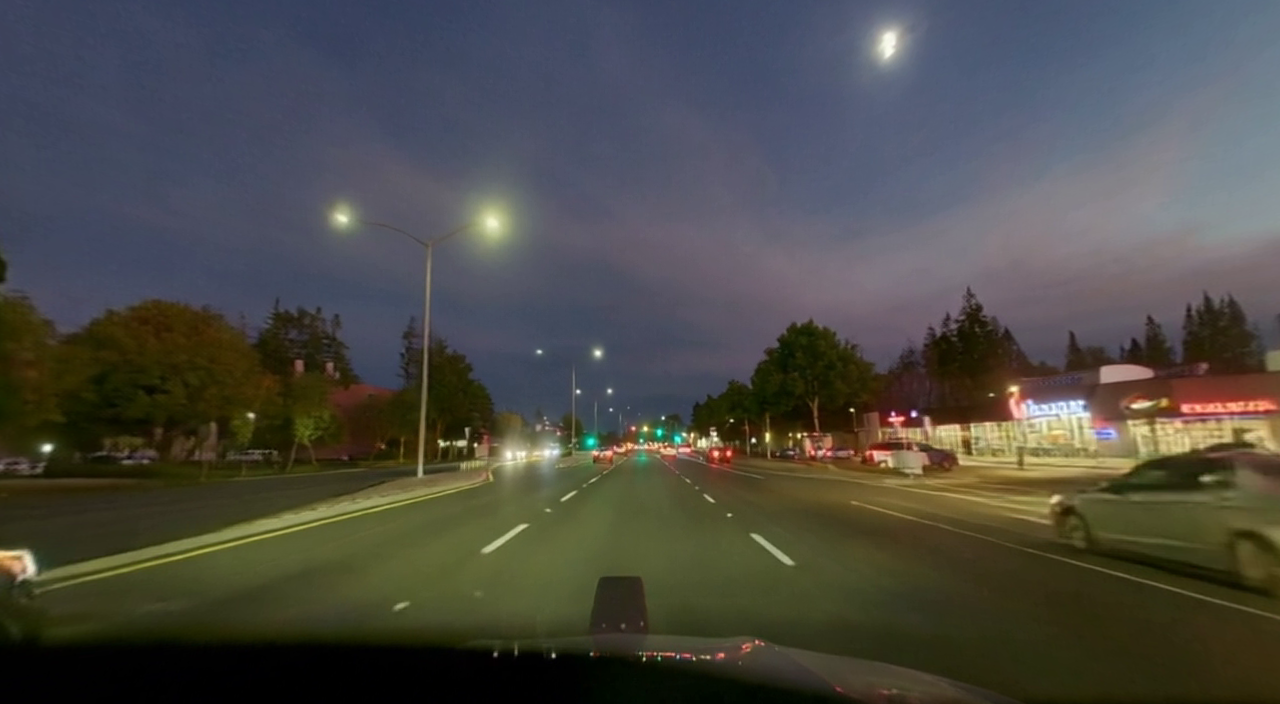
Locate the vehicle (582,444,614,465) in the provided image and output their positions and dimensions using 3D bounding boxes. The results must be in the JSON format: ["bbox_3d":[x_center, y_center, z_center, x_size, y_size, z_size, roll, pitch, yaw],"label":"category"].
[{"bbox_3d":[-3.034,7.541,46.549,2.005,1.446,4.265,0,-8,1],"label":"vehicle"}]

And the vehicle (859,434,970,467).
[{"bbox_3d":[16.129,5.879,37.341,1.691,1.670,5.790,8,-14,-39],"label":"vehicle"}]

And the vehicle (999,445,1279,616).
[{"bbox_3d":[6.607,1.873,7.602,1.923,1.482,4.558,0,-8,1],"label":"vehicle"}]
